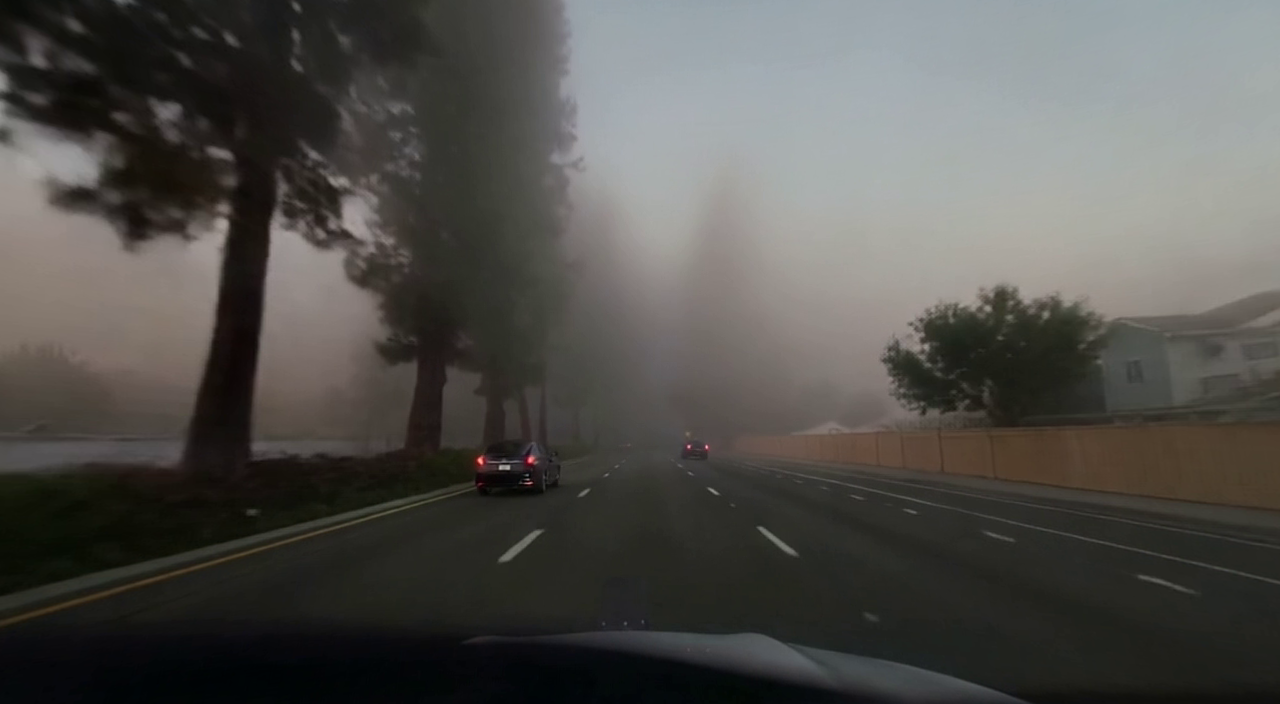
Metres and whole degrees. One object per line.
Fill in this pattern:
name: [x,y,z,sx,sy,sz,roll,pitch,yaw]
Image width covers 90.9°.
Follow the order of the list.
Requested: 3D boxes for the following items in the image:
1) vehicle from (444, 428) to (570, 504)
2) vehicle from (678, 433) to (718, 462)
vehicle: [-2.958,2.647,15.049,1.966,1.524,4.410,0,-8,1]
vehicle: [3.776,6.298,41.629,2.114,1.780,4.445,0,-8,-1]
